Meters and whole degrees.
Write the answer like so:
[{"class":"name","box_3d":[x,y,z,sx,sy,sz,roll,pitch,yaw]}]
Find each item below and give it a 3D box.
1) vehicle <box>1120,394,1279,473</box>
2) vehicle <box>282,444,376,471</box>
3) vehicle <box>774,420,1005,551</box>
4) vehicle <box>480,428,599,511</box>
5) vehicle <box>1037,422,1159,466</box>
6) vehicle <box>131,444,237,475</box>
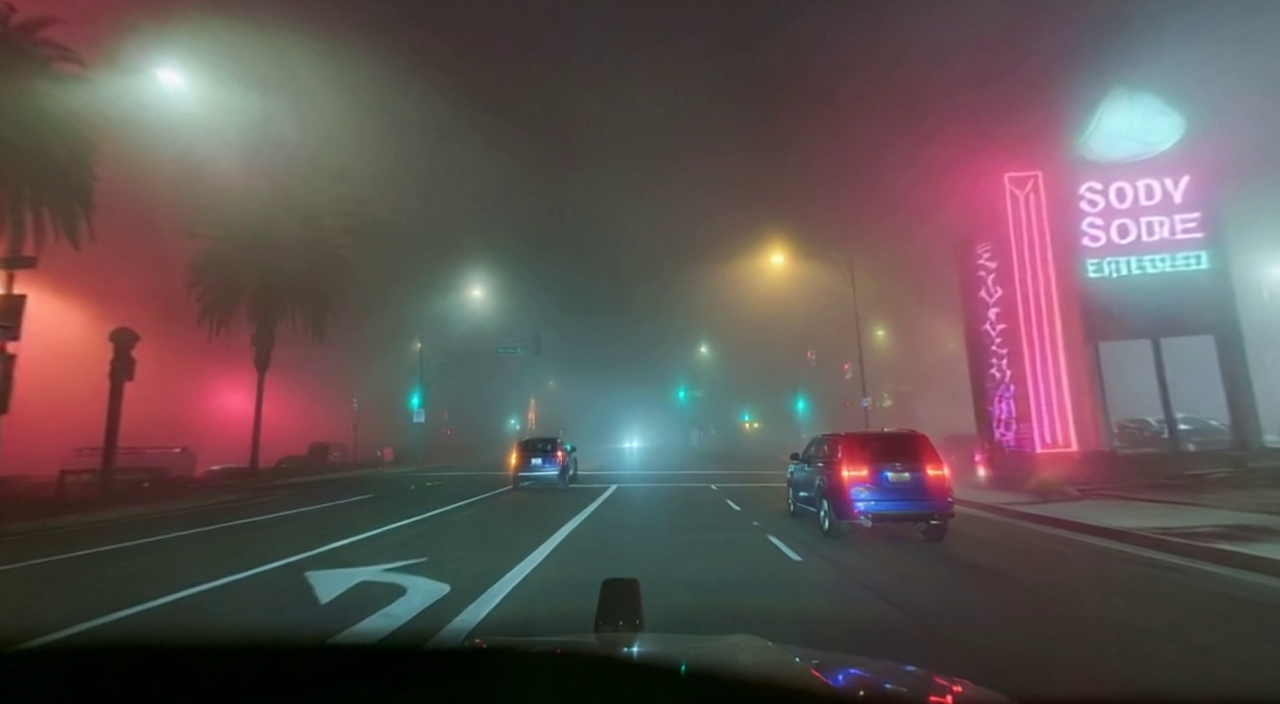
[{"class":"vehicle","box_3d":[16.683,2.424,18.489,5.652,1.992,2.202,5,-10,-32]},{"class":"vehicle","box_3d":[-19.390,6.571,39.542,4.834,1.589,1.907,1,-8,-6]},{"class":"vehicle","box_3d":[3.662,2.038,10.329,1.983,1.654,4.354,0,-8,0]},{"class":"vehicle","box_3d":[-2.185,2.727,15.113,2.063,1.664,4.471,0,-8,1]},{"class":"vehicle","box_3d":[17.649,3.547,24.342,4.322,1.568,1.918,4,-10,-27]},{"class":"vehicle","box_3d":[-27.541,6.483,38.289,4.683,1.748,2.076,0,-8,-3]}]
